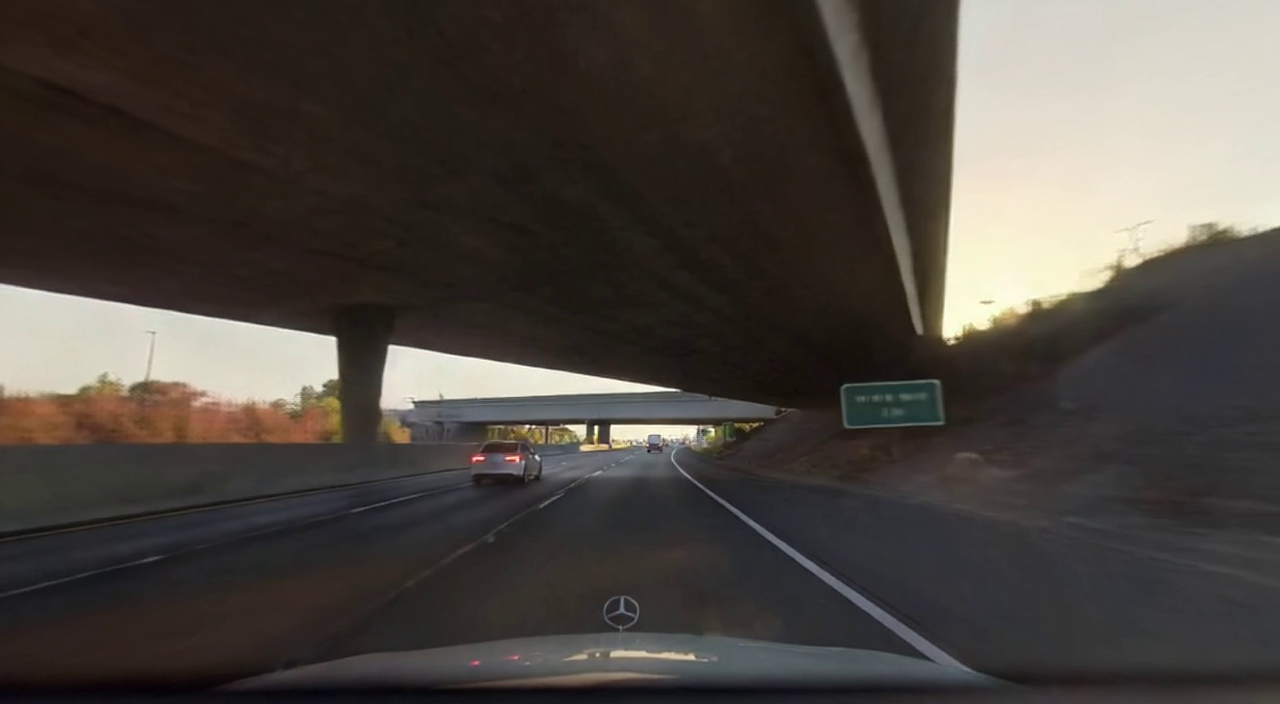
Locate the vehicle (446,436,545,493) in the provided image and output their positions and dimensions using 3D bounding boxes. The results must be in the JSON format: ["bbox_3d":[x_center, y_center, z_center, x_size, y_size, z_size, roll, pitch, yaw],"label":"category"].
[{"bbox_3d":[-4.373,3.497,19.832,1.961,1.540,4.487,-1,-9,2],"label":"vehicle"}]
